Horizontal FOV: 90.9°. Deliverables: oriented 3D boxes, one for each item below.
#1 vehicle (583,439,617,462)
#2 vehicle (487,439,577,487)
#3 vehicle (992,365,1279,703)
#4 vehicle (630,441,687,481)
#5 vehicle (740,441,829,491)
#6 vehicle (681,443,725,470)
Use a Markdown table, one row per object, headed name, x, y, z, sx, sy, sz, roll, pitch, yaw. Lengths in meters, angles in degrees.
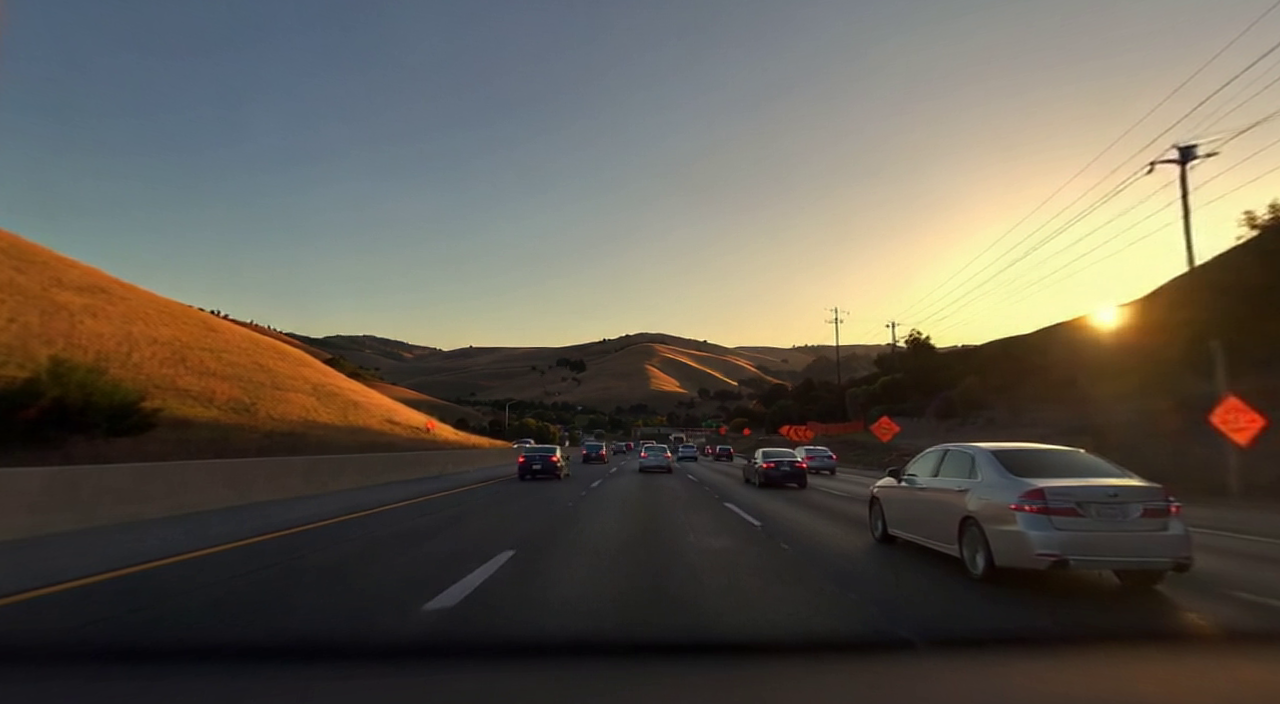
| name | x | y | z | sx | sy | sz | roll | pitch | yaw |
| --- | --- | --- | --- | --- | --- | --- | --- | --- | --- |
| vehicle | -3.026 | 7.659 | 49.199 | 2.234 | 1.675 | 4.527 | -1 | -8 | 2 |
| vehicle | -3.555 | 3.742 | 21.604 | 2.232 | 1.438 | 4.163 | -1 | -8 | 2 |
| vehicle | 3.860 | 0.882 | 2.720 | 2.018 | 1.670 | 4.658 | 0 | -8 | 1 |
| vehicle | 0.723 | 4.444 | 26.104 | 2.138 | 1.473 | 4.392 | 0 | -8 | 0 |
| vehicle | 4.660 | 3.732 | 20.988 | 1.867 | 1.465 | 4.093 | 0 | -8 | -2 |
| vehicle | 3.693 | 6.185 | 37.574 | 2.177 | 1.453 | 4.205 | 0 | -8 | 0 |
